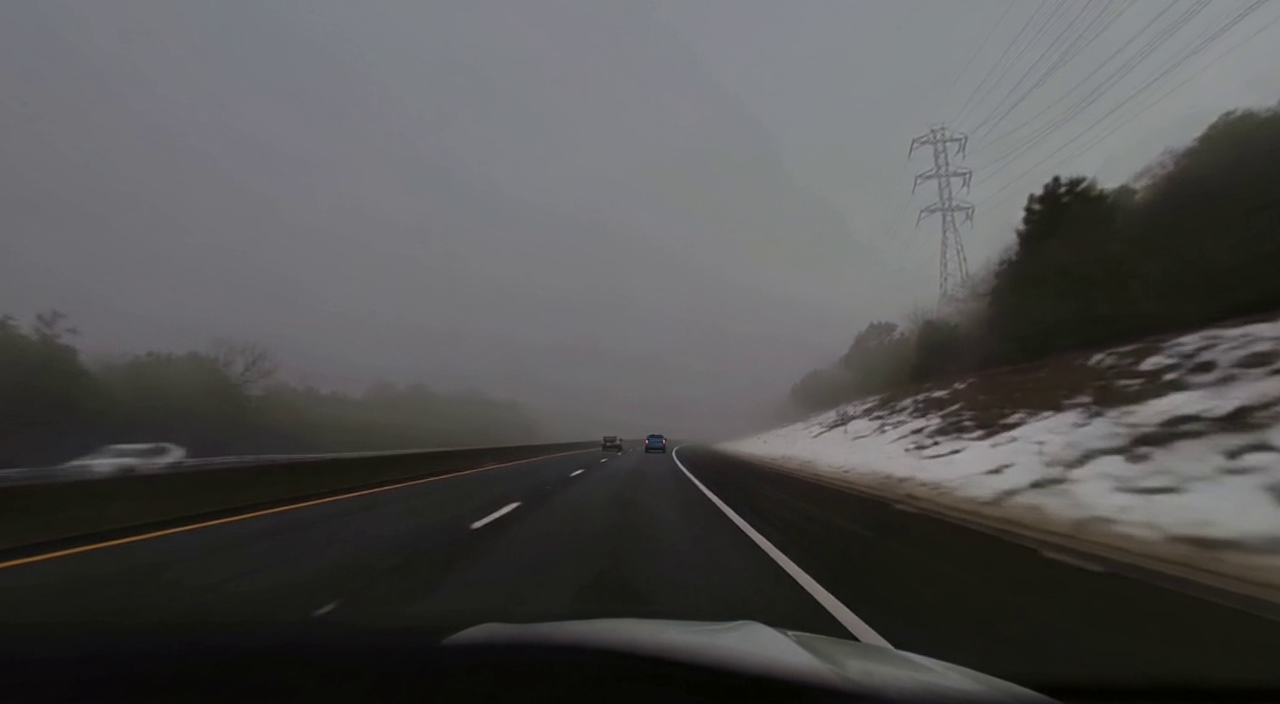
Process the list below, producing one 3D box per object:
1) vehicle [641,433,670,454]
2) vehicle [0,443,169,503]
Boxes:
[{"bbox_3d":[1.212,6.939,47.870,2.077,1.523,4.206,0,-8,3],"label":"vehicle"},{"bbox_3d":[-17.835,3.761,20.092,1.925,1.628,4.630,0,-8,1],"label":"vehicle"}]
